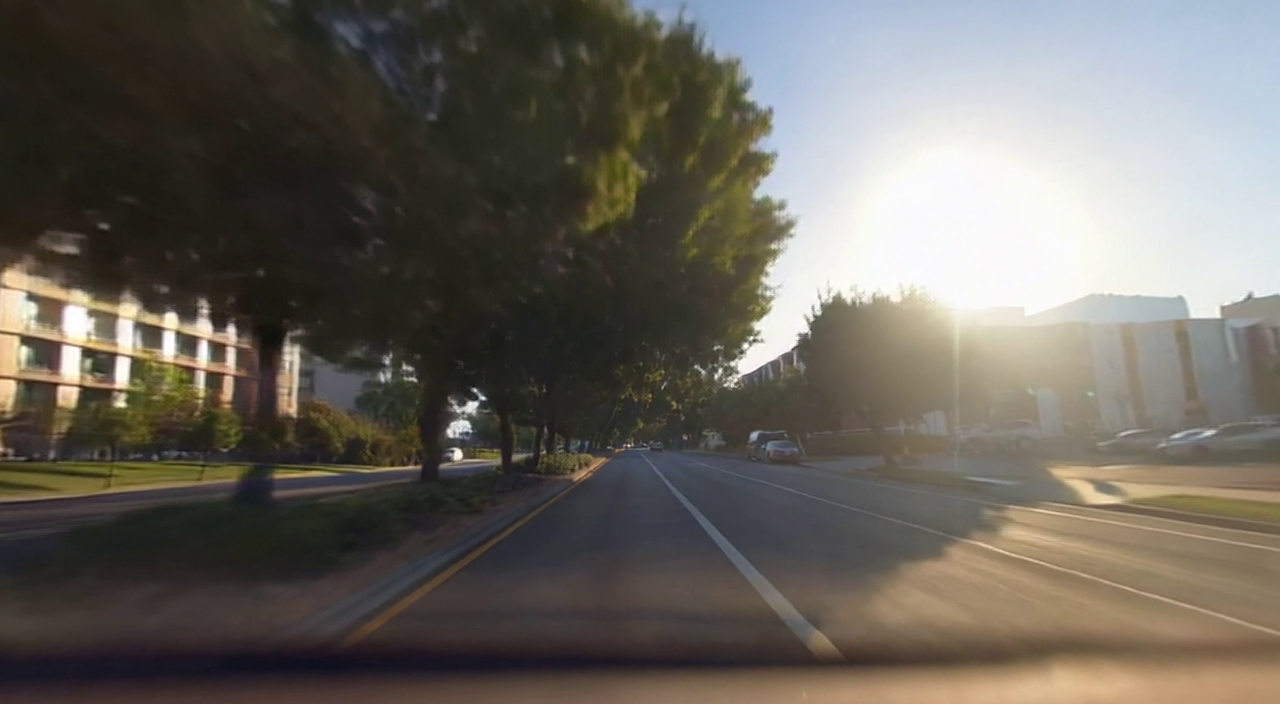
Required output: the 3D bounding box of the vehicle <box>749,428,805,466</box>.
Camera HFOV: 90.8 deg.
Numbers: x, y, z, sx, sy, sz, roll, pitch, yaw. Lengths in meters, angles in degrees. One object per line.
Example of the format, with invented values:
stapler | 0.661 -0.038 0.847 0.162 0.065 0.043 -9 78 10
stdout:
vehicle | 9.740 6.822 45.565 2.456 2.534 5.930 0 -9 -3
